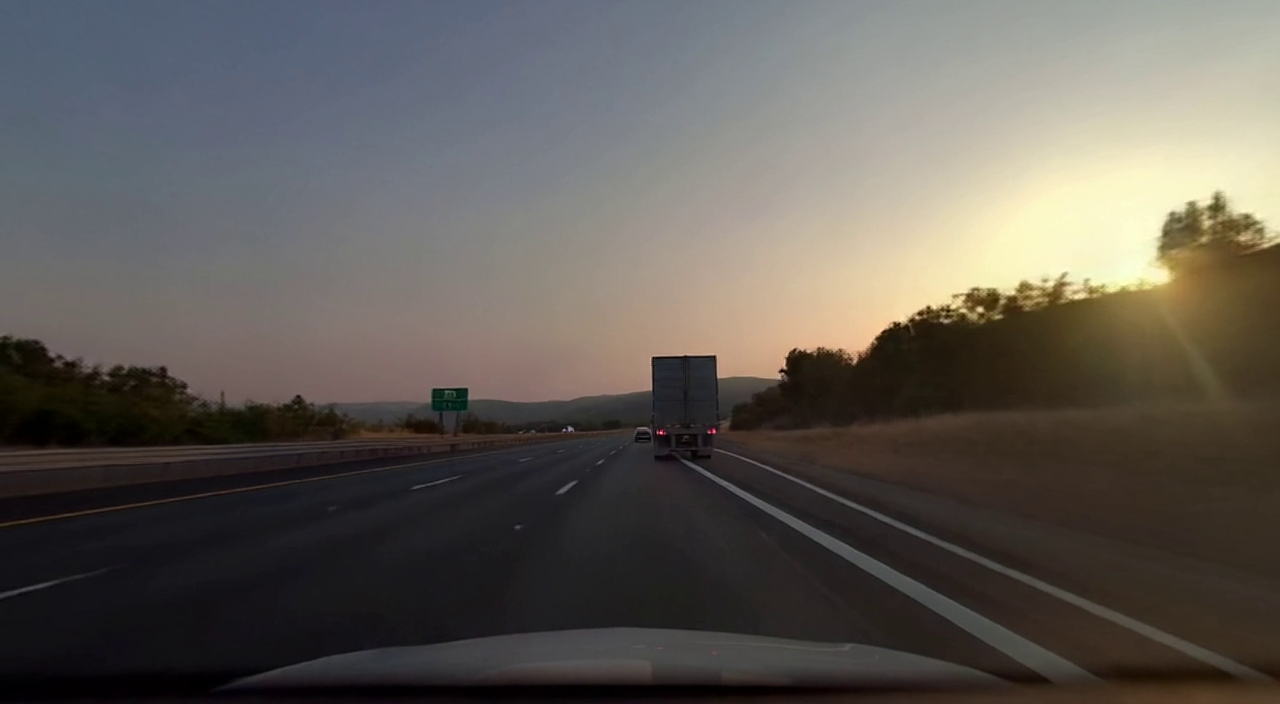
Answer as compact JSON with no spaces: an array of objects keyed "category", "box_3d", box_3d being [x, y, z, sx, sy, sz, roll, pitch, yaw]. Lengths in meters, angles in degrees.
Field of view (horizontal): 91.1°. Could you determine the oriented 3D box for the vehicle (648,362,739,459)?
[{"category":"vehicle","box_3d":[2.124,3.015,30.157,3.446,3.698,12.089,0,-8,1]}]
